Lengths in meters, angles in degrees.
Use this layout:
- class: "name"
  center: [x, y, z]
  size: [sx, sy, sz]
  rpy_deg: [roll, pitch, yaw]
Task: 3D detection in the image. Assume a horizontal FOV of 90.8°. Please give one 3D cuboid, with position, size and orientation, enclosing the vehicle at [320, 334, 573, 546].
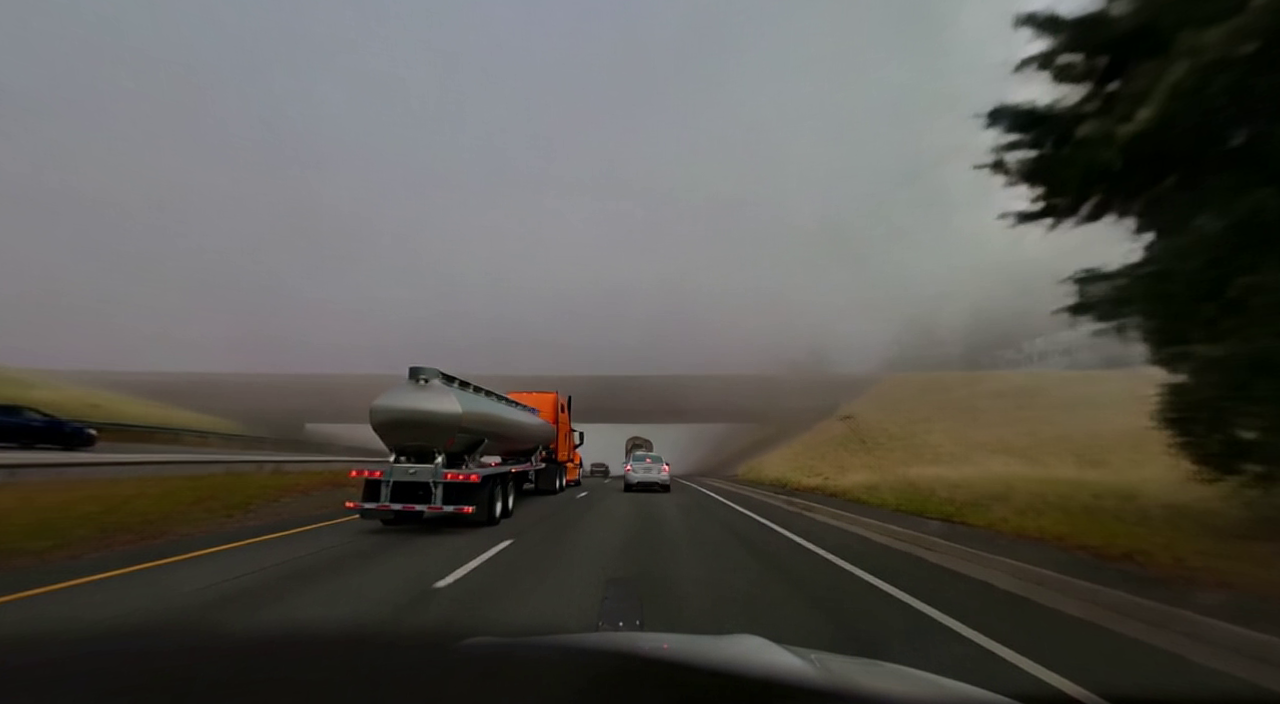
- class: "vehicle"
  center: [-4.014, 2.548, 18.016]
  size: [2.896, 3.563, 14.643]
  rpy_deg: [0, -9, -1]

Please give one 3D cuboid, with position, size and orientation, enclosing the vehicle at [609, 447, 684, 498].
- class: "vehicle"
  center: [0.158, 3.901, 20.888]
  size: [2.215, 1.481, 4.246]
  rpy_deg: [0, -9, -1]
